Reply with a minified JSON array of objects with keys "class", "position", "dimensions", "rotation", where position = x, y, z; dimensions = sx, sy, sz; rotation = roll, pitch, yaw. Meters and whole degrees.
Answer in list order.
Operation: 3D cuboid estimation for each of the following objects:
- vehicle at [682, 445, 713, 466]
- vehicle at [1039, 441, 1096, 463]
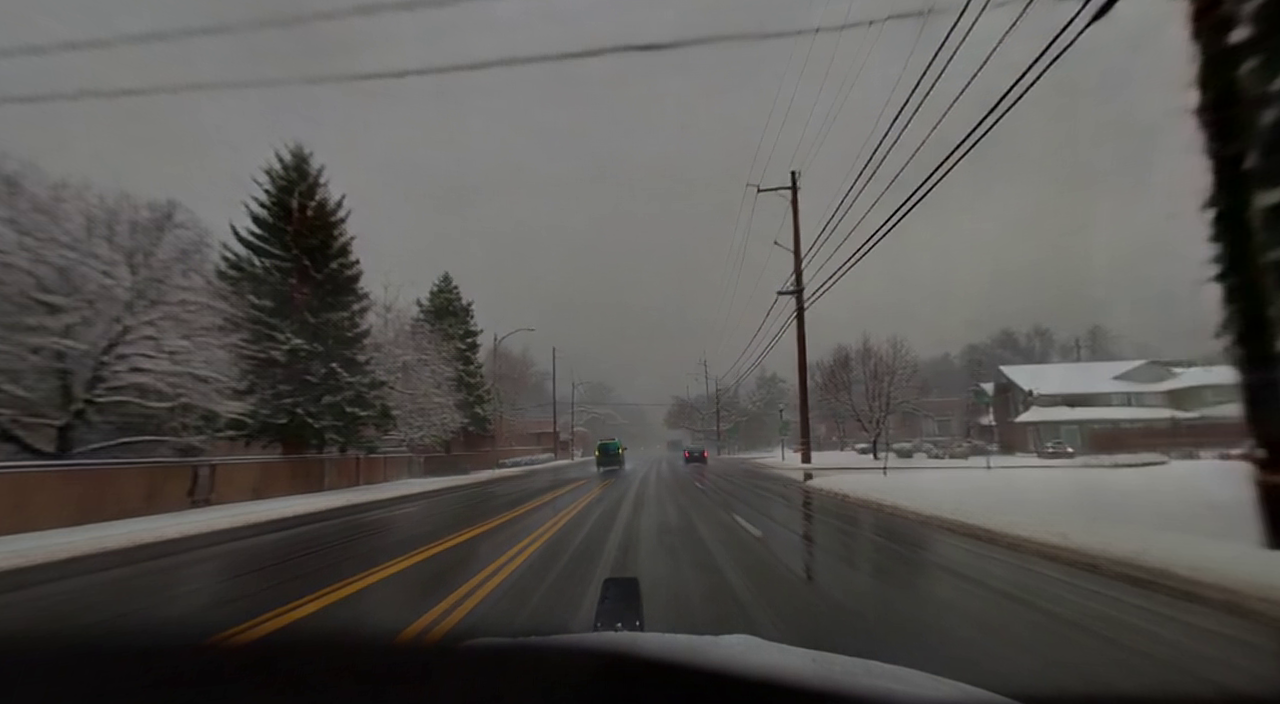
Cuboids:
[{"class":"vehicle","position":[4.139,7.577,46.421],"dimensions":[2.015,1.467,4.117],"rotation":[0,-9,2]},{"class":"vehicle","position":[29.143,6.806,43.167],"dimensions":[1.751,1.408,4.127],"rotation":[-2,-9,13]}]
